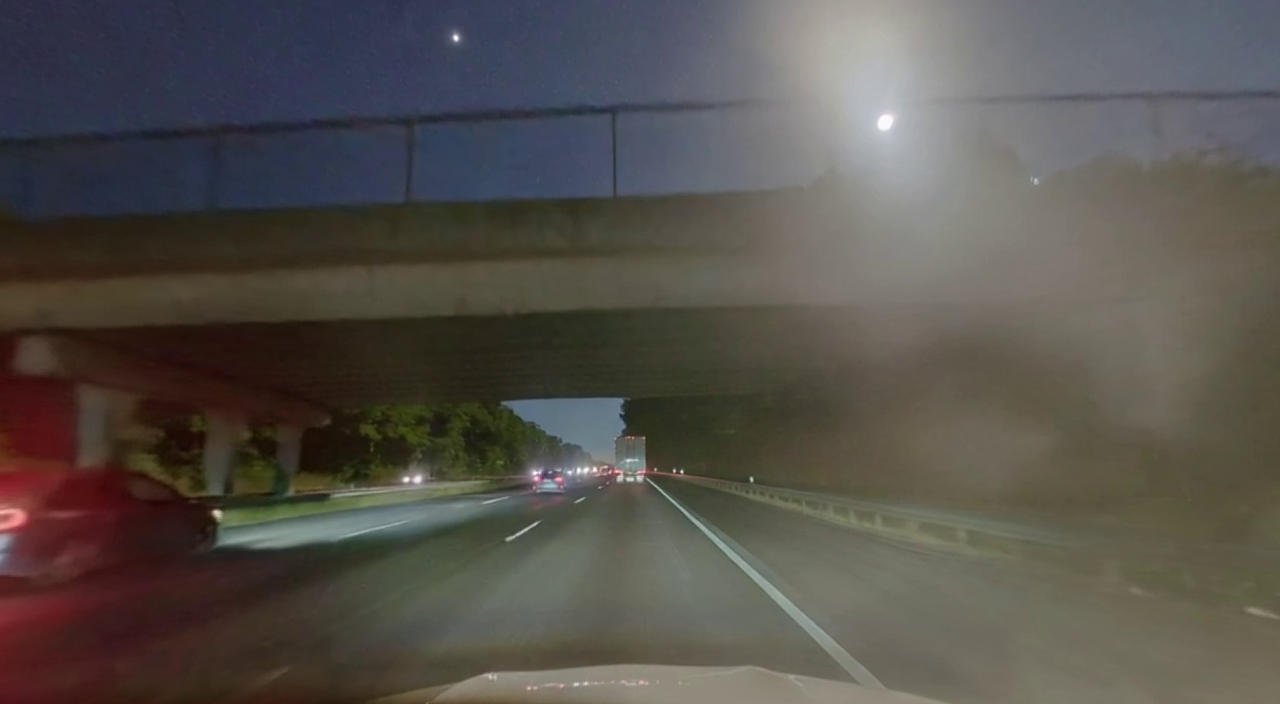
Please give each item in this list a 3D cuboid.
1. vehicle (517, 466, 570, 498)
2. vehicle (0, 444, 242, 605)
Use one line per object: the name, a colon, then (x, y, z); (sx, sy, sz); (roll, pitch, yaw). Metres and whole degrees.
vehicle: (-4.863, 6.616, 32.371); (1.950, 1.460, 4.812); (0, -10, 0)
vehicle: (-7.504, 2.086, 8.220); (1.899, 1.615, 4.097); (1, -10, 0)
